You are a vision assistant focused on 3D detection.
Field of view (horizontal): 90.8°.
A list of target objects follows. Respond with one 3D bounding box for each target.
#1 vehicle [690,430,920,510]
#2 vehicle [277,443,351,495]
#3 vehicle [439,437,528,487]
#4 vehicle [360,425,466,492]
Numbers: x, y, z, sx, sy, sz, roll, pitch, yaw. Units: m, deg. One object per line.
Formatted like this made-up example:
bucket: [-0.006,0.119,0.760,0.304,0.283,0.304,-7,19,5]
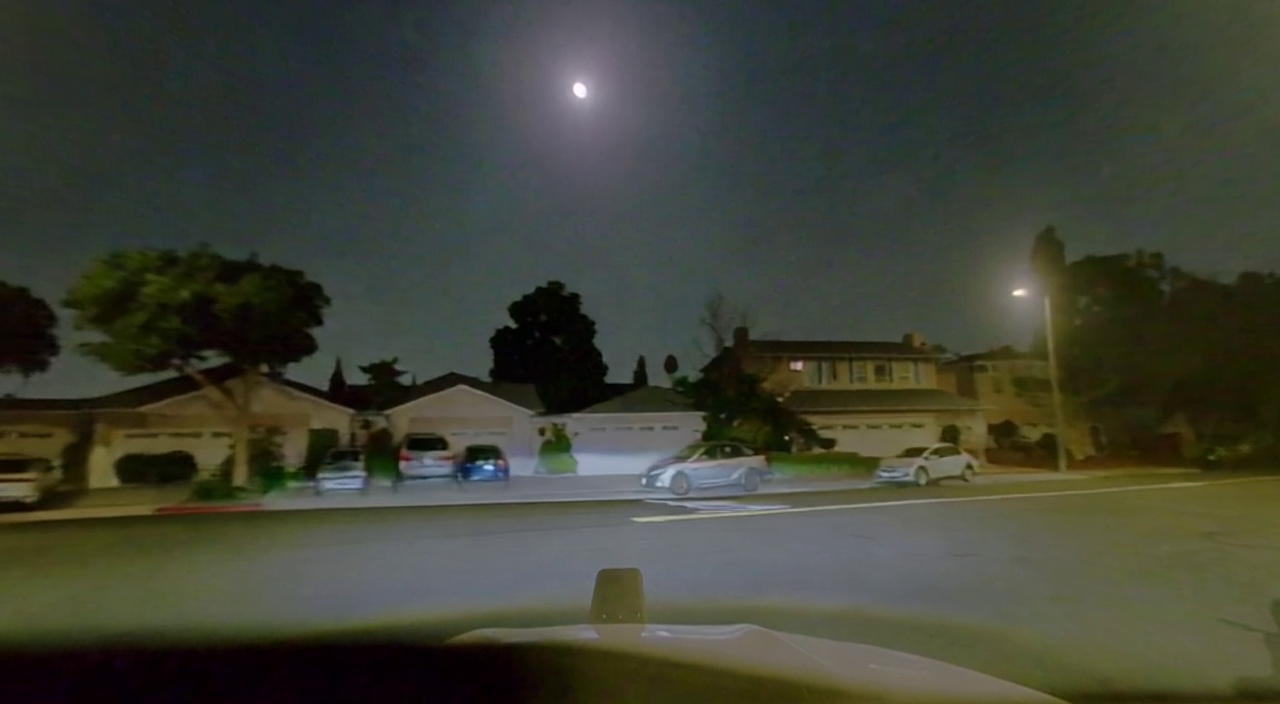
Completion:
vehicle: [3.942,2.886,15.703,5.082,1.789,1.947,0,-9,-4]
vehicle: [-10.808,3.791,20.831,1.833,1.540,3.532,5,-10,-31]
vehicle: [-6.075,4.166,24.226,2.160,1.695,4.183,5,-10,-30]
vehicle: [-8.083,3.714,22.146,2.455,2.018,5.271,5,-11,-30]
